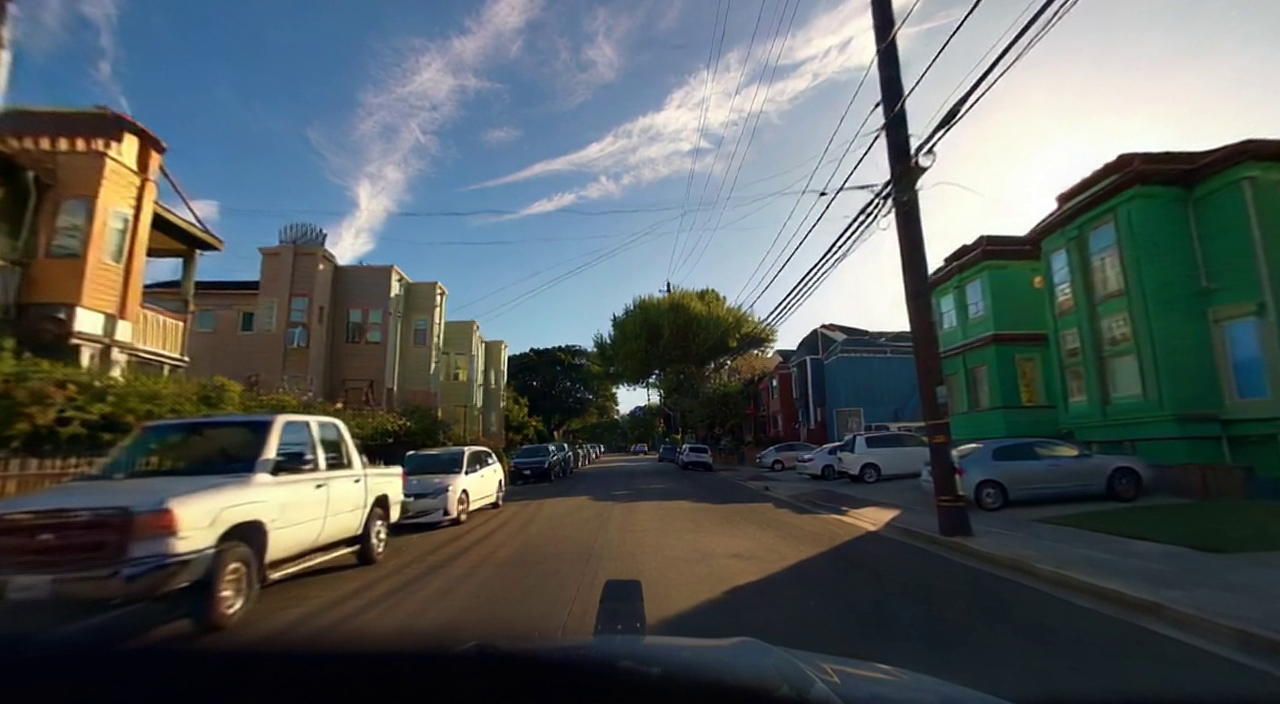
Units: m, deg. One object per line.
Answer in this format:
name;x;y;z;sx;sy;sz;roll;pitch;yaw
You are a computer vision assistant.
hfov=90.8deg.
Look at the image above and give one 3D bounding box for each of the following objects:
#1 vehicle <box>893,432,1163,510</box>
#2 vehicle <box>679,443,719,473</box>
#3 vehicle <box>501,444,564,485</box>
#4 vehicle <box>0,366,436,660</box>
vehicle;8.122;2.494;13.544;4.594;1.512;1.824;0;-8;-2
vehicle;3.254;5.939;35.514;1.916;1.587;3.986;0;-9;0
vehicle;-4.222;4.468;25.464;1.745;1.490;4.304;0;-9;0
vehicle;-4.017;1.408;6.664;2.057;1.887;5.053;0;-9;-1
